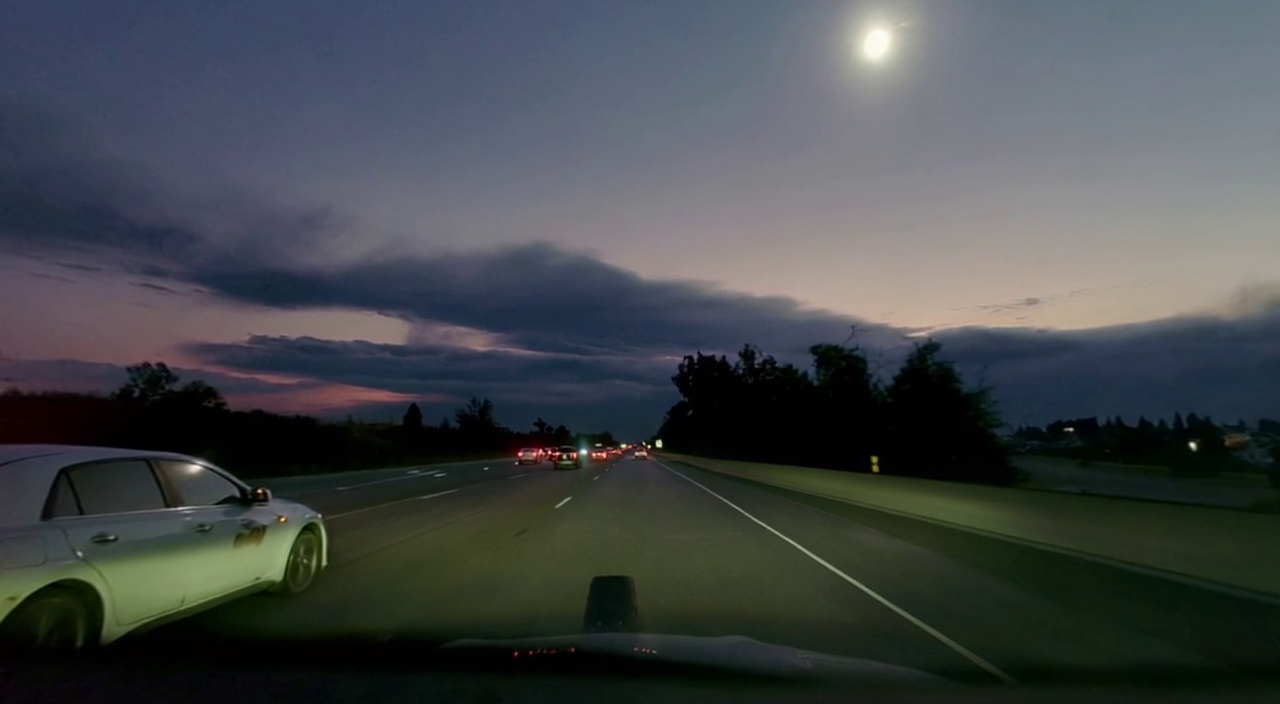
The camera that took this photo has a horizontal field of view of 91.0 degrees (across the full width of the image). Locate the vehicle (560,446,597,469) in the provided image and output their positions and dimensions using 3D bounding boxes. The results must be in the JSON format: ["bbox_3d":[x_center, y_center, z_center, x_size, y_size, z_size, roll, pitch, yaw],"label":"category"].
[{"bbox_3d":[-4.230,7.340,43.920,2.120,1.458,4.031,0,-9,0],"label":"vehicle"}]

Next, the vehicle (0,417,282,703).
[{"bbox_3d":[-4.172,1.099,3.276,1.965,1.485,4.460,0,-9,0],"label":"vehicle"}]
